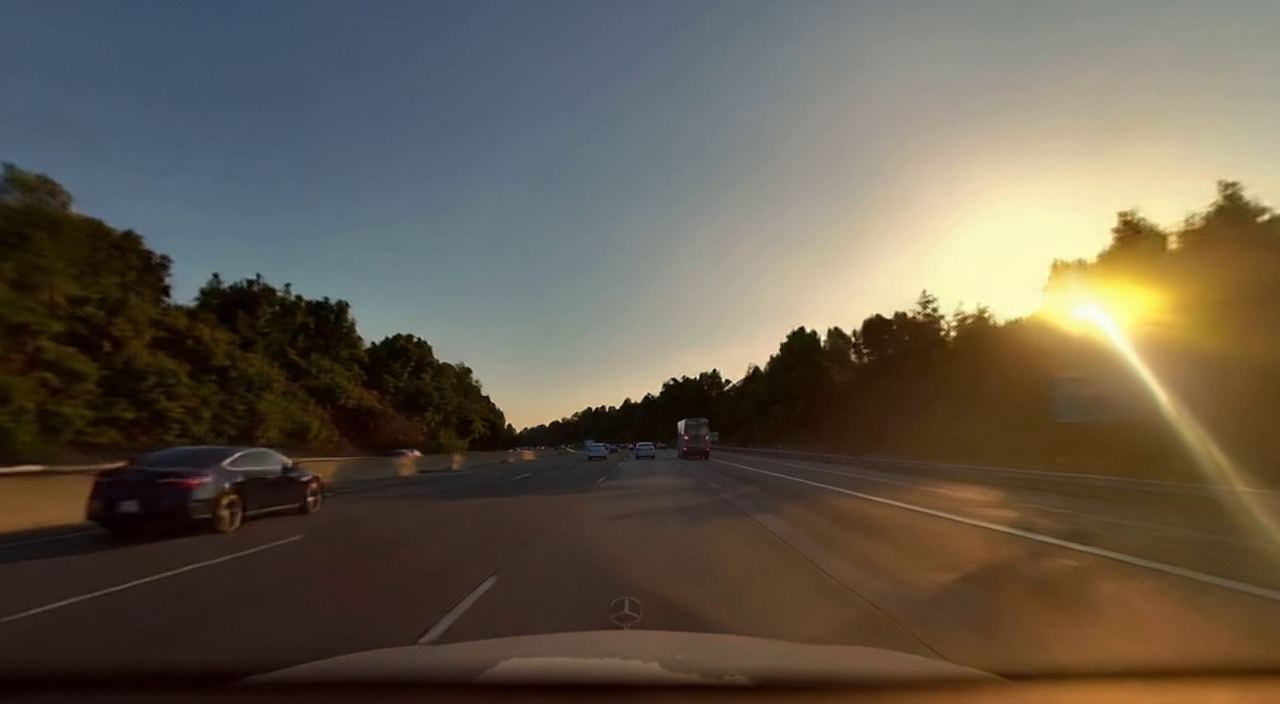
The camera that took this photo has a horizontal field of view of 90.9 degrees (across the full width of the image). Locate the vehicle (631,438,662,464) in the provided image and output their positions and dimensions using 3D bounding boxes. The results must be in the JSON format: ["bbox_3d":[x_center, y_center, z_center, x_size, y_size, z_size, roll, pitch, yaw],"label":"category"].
[{"bbox_3d":[0.480,7.394,47.186,2.212,1.807,4.372,0,-9,0],"label":"vehicle"}]

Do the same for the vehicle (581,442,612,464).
[{"bbox_3d":[-3.240,7.561,47.380,2.025,1.571,3.662,0,-9,1],"label":"vehicle"}]

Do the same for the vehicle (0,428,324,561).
[{"bbox_3d":[-7.106,2.014,9.689,1.947,1.513,4.751,-1,-9,1],"label":"vehicle"}]
